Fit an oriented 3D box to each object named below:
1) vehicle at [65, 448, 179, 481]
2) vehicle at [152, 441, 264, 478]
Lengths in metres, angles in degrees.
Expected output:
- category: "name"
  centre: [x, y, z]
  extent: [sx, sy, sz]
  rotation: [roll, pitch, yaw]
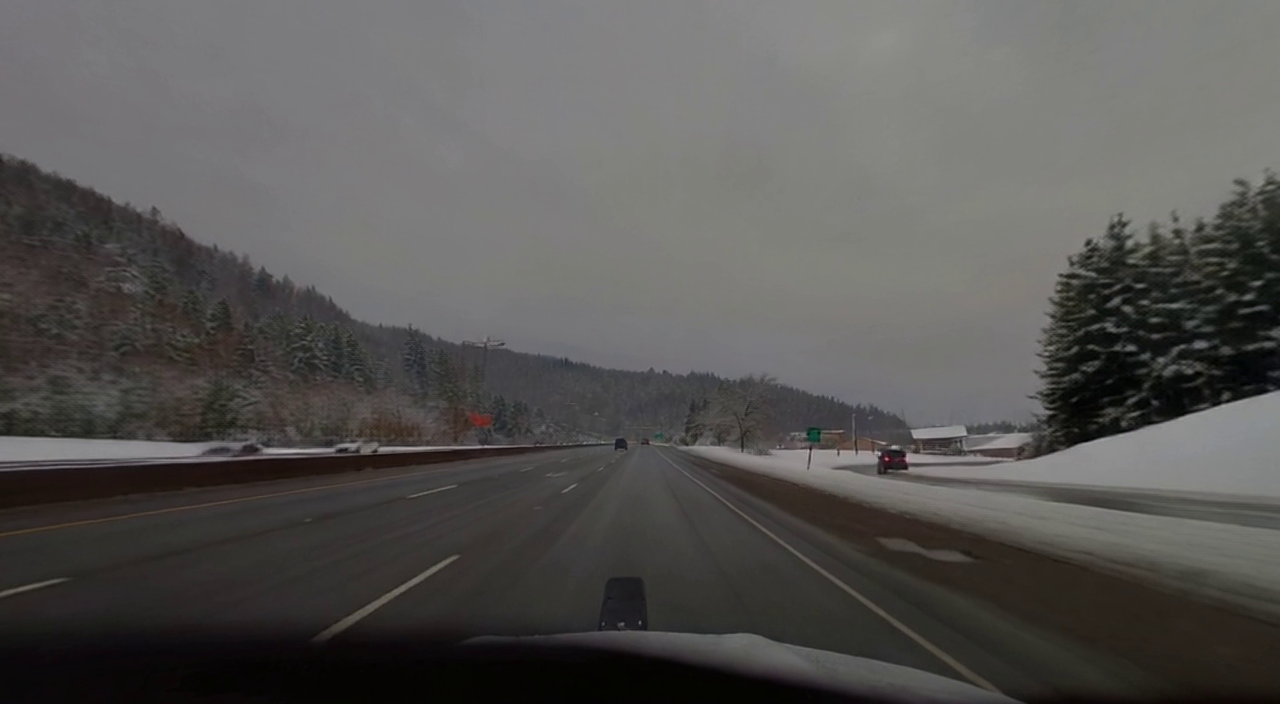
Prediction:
- category: "vehicle"
  centre: [-28.281, 6.134, 34.694]
  extent: [1.971, 1.649, 4.997]
  rotation: [0, -8, 1]
- category: "vehicle"
  centre: [-20.558, 5.107, 30.313]
  extent: [1.893, 1.598, 4.805]
  rotation: [0, -8, 1]
